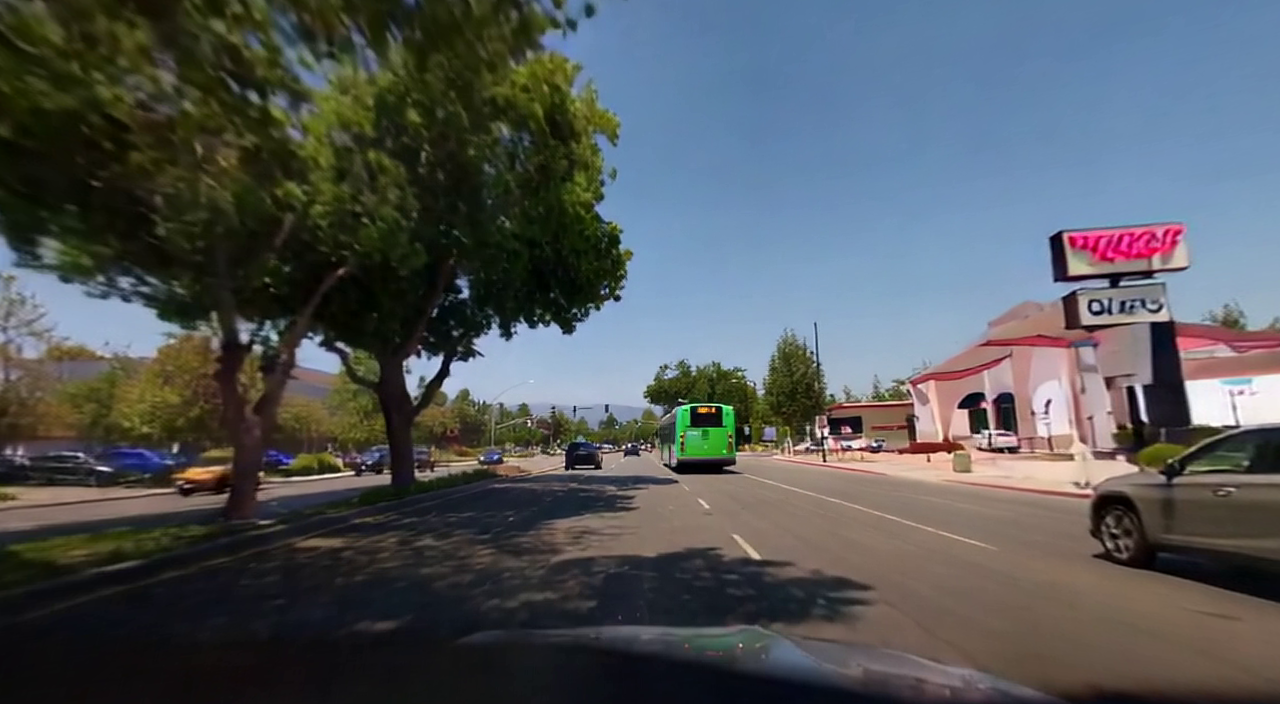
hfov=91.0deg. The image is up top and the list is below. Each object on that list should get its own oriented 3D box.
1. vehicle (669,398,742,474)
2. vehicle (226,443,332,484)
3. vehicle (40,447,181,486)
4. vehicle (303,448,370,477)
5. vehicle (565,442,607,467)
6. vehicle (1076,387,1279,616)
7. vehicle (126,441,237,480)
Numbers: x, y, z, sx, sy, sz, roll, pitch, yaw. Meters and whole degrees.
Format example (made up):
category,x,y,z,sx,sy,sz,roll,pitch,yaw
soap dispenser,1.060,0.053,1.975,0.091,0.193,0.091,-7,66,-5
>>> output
category,x,y,z,sx,sy,sz,roll,pitch,yaw
vehicle,3.082,4.340,32.219,2.766,3.306,9.281,0,-8,0
vehicle,-19.135,5.916,33.829,2.123,1.905,5.972,-2,-9,1
vehicle,-24.925,5.397,29.755,4.724,1.734,2.076,0,-8,1
vehicle,-18.915,6.868,39.459,1.918,1.705,4.573,0,-8,1
vehicle,-3.290,6.312,38.916,2.211,1.416,4.179,0,-8,0
vehicle,6.018,1.133,4.705,2.129,1.754,4.668,0,-8,0
vehicle,-25.084,5.947,34.575,4.425,2.063,1.988,0,-8,-3
